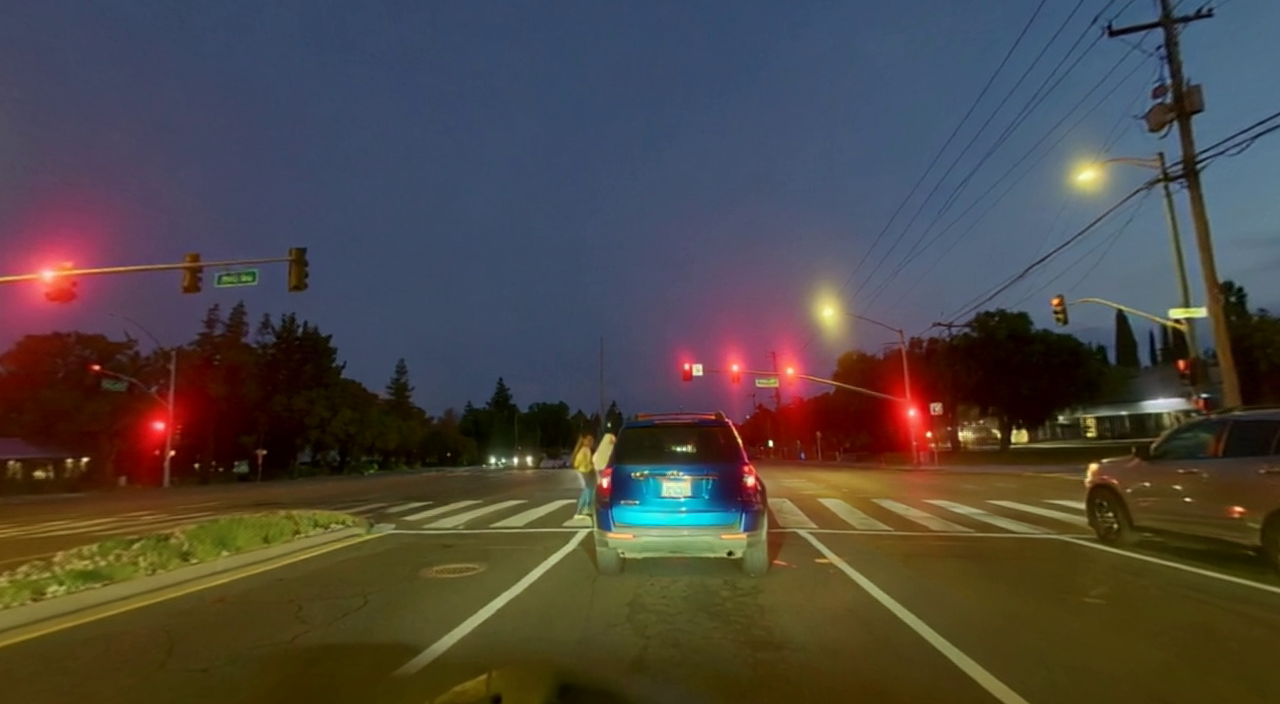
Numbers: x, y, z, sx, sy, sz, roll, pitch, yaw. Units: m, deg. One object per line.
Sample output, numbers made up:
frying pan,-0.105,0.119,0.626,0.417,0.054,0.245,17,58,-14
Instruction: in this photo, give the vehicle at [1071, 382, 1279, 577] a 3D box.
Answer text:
vehicle,7.143,1.292,6.575,2.119,1.827,4.806,-1,-9,4

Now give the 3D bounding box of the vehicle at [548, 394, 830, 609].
vehicle,0.479,1.541,7.351,2.285,1.729,4.252,-1,-9,3
